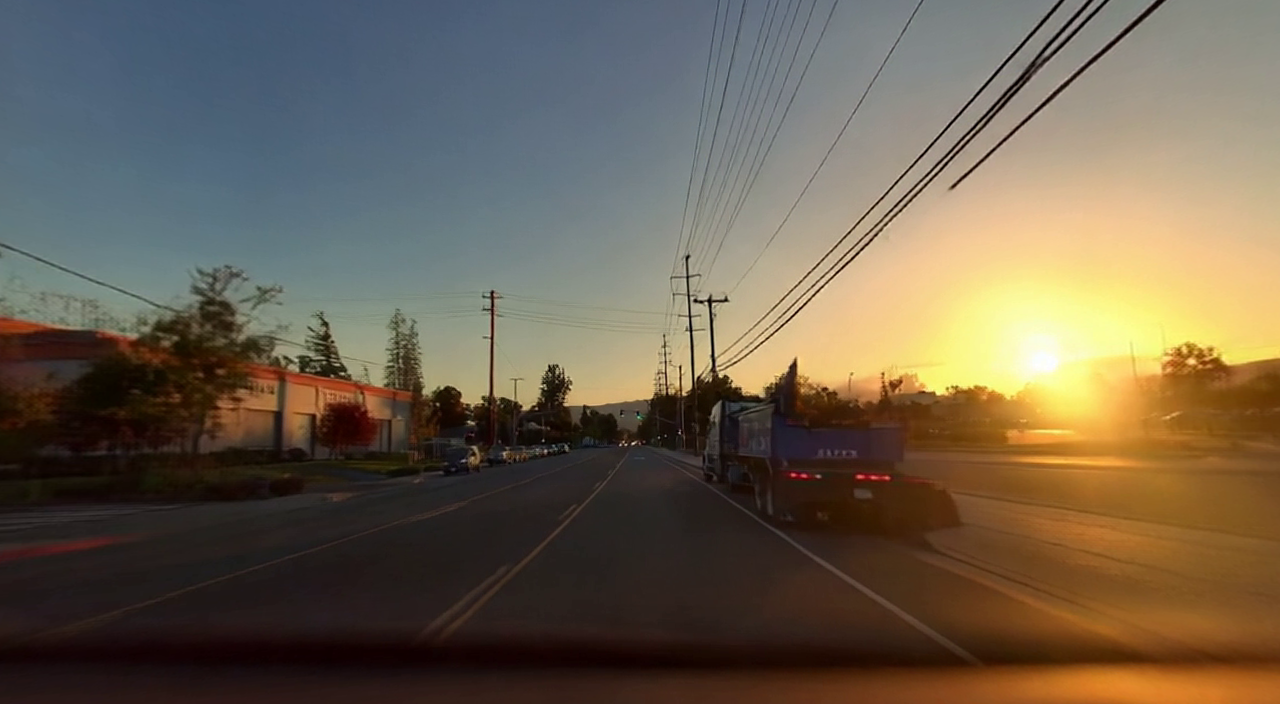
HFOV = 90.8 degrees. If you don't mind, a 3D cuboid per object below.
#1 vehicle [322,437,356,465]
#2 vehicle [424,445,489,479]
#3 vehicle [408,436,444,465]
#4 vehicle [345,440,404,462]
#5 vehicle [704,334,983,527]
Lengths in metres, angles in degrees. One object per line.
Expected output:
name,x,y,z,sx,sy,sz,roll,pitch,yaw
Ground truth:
vehicle,-21.339,6.999,44.944,1.954,1.868,4.977,4,-9,-24
vehicle,-8.737,5.230,30.450,1.939,1.480,4.632,0,-9,-3
vehicle,-15.902,7.326,47.083,2.040,1.874,4.892,-3,-8,-14
vehicle,-20.793,7.768,49.653,4.134,1.681,1.842,3,-10,-20
vehicle,3.743,1.897,14.902,3.168,3.106,9.350,0,-8,-2
